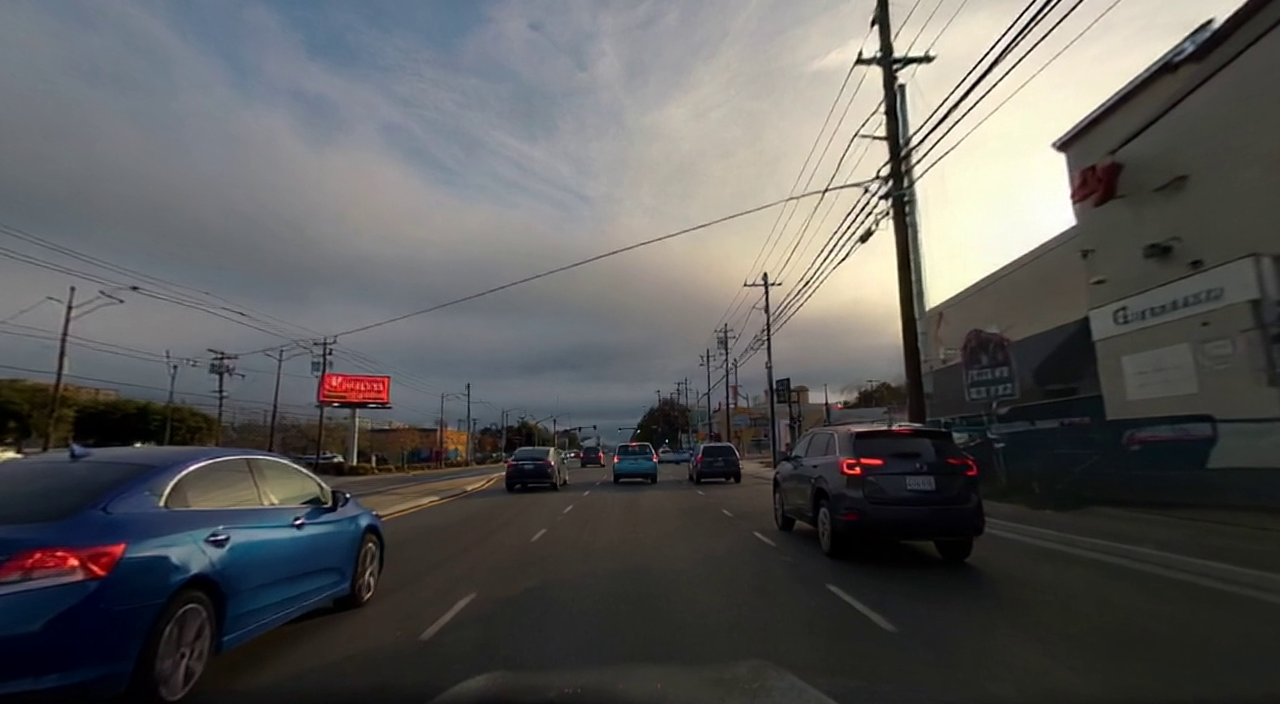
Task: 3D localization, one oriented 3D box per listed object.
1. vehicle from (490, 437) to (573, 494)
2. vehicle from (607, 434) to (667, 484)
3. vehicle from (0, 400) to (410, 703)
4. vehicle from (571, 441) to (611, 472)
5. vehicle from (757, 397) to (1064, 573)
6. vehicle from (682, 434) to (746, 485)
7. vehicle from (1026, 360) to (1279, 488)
[{"bbox_3d":[-3.448,3.687,20.844,2.051,1.671,3.861,0,-8,0],"label":"vehicle"},{"bbox_3d":[-0.153,4.479,26.757,2.326,1.925,4.253,0,-8,-1],"label":"vehicle"},{"bbox_3d":[-3.231,1.166,3.791,2.022,1.498,4.471,0,-8,0],"label":"vehicle"},{"bbox_3d":[-3.342,7.319,44.618,2.405,2.009,5.909,0,-8,-1],"label":"vehicle"},{"bbox_3d":[3.407,1.810,9.400,2.282,1.897,4.915,0,-8,-1],"label":"vehicle"},{"bbox_3d":[2.969,4.417,26.282,2.026,1.904,4.102,0,-8,-1],"label":"vehicle"},{"bbox_3d":[12.551,1.866,15.799,2.477,2.665,5.203,0,-8,1],"label":"vehicle"}]
